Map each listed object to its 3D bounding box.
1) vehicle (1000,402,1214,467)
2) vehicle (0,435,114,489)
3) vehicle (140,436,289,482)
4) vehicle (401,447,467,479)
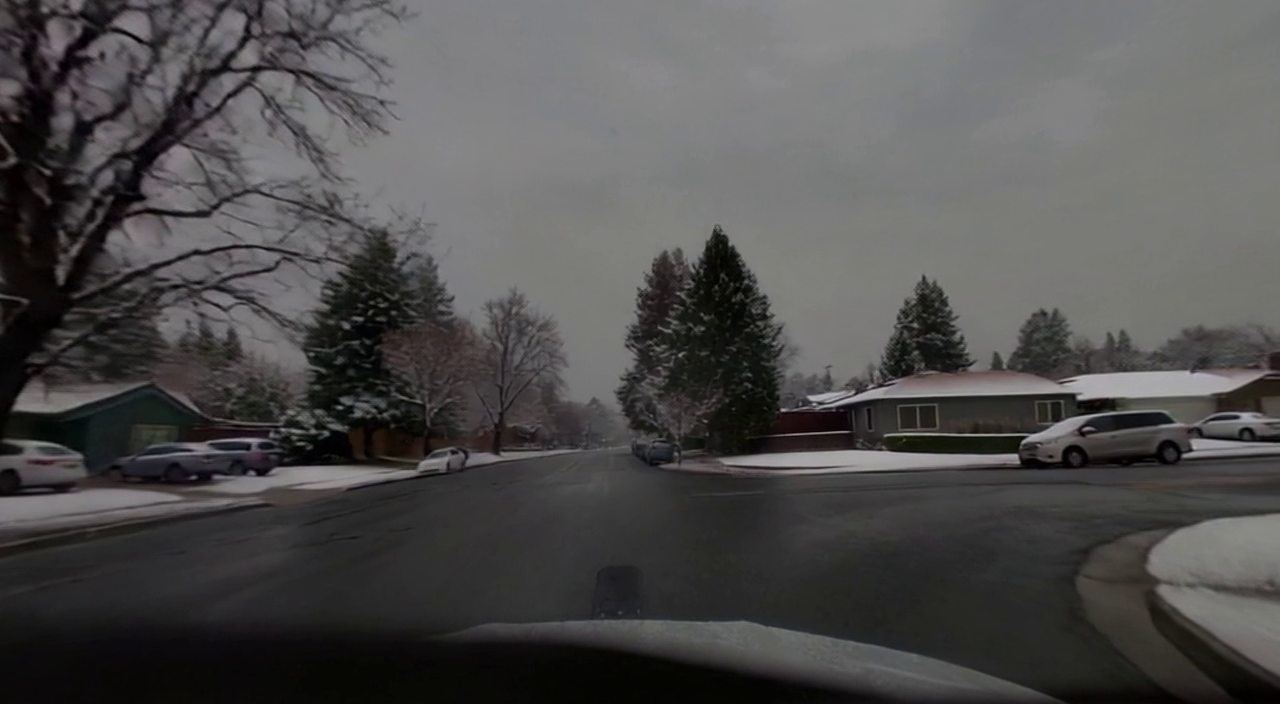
[{"bbox_3d":[16.153,2.928,21.910,6.088,2.084,2.337,2,-10,-12],"label":"vehicle"},{"bbox_3d":[-19.923,3.436,19.759,1.829,1.584,4.748,-4,-10,25],"label":"vehicle"},{"bbox_3d":[-17.957,4.548,26.804,4.683,1.849,2.044,1,-9,-8],"label":"vehicle"},{"bbox_3d":[-10.442,5.641,32.273,2.040,1.525,5.212,1,-9,-5],"label":"vehicle"}]
